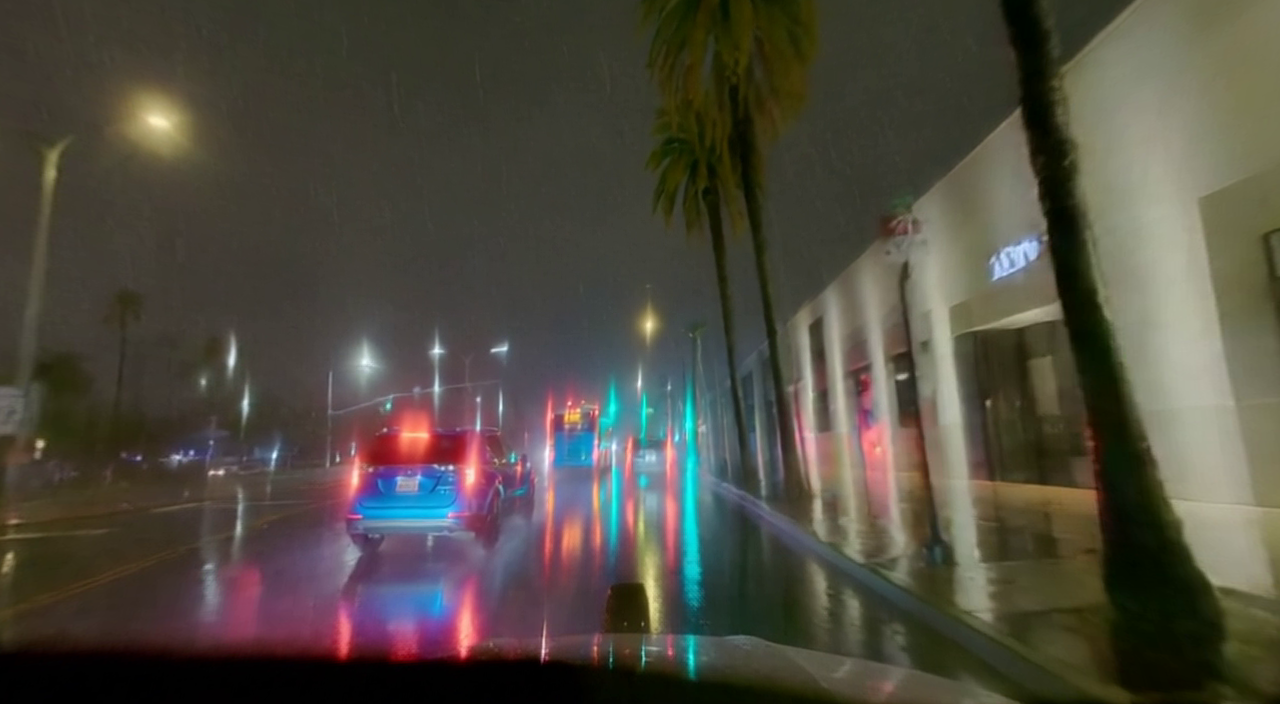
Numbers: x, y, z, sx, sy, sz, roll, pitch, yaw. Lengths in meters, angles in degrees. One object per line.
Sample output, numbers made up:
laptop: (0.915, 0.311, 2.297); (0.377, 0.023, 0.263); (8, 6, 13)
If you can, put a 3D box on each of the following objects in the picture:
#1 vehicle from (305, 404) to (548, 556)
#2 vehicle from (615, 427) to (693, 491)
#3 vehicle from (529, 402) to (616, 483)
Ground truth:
vehicle: (-2.894, 1.868, 9.906); (2.124, 1.799, 4.587); (0, -8, 1)
vehicle: (0.385, 3.229, 19.271); (2.120, 1.727, 3.917); (0, -8, 0)
vehicle: (-2.714, 4.049, 28.200); (2.775, 3.064, 8.297); (-1, -8, 2)
